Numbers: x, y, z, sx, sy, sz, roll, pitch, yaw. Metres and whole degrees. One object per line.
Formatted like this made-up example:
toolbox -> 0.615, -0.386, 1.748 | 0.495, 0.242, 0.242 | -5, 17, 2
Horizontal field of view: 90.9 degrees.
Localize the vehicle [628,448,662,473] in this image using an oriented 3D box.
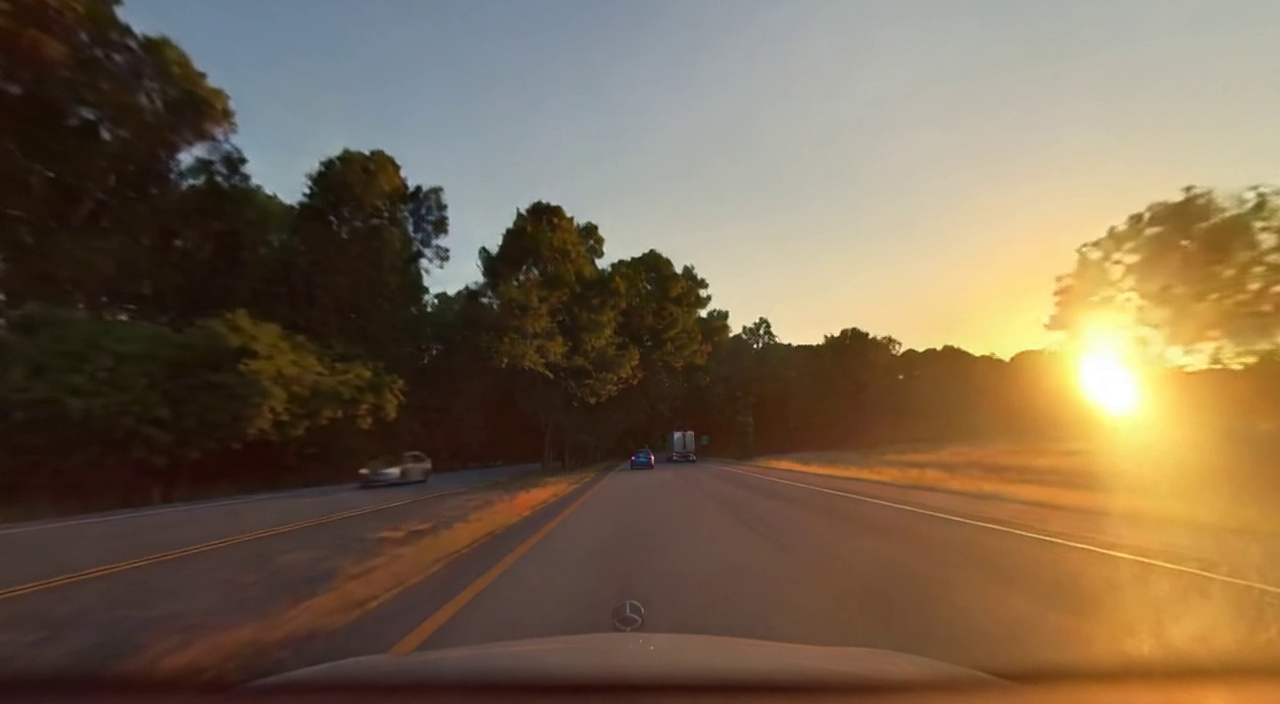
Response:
vehicle -> 0.286, 6.447, 37.507 | 1.926, 1.386, 3.615 | 0, -9, 0
